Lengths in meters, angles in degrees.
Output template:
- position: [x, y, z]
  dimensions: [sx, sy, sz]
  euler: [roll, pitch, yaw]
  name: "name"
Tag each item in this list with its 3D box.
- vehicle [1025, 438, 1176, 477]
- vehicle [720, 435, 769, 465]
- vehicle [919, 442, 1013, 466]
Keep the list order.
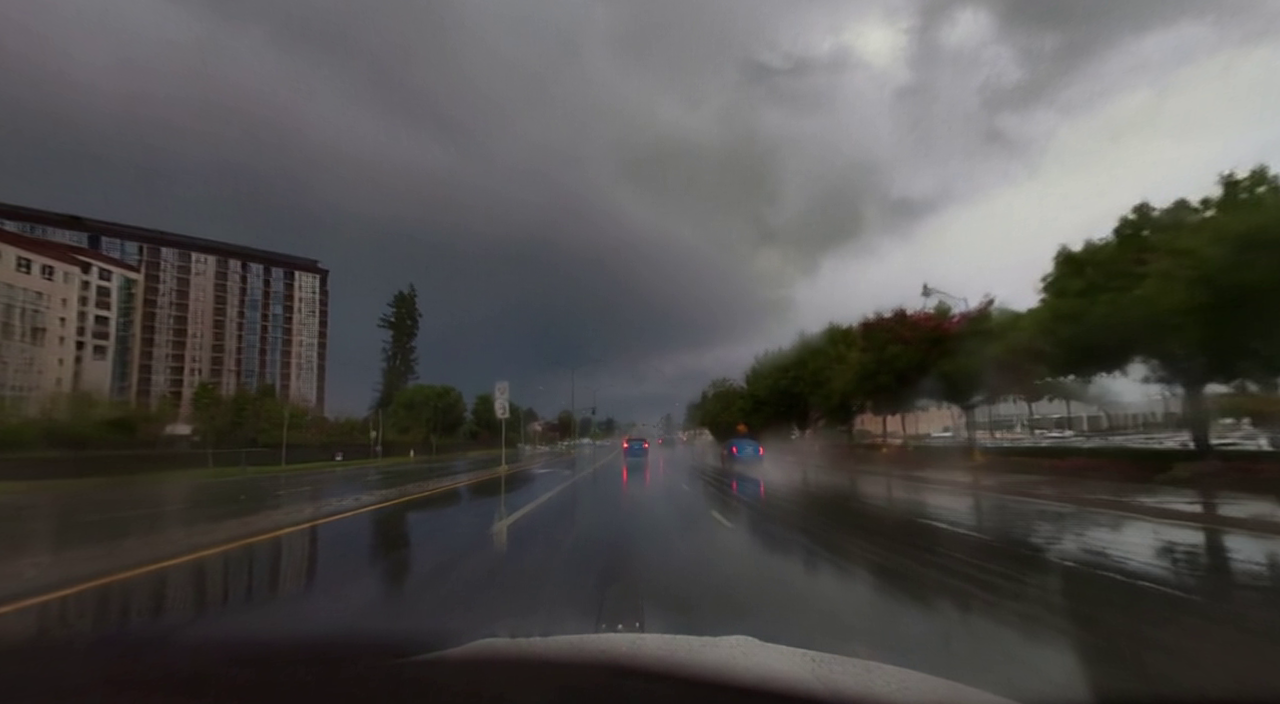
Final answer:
- position: [19.130, 4.389, 26.340]
  dimensions: [4.644, 1.552, 1.980]
  euler: [-1, -9, 4]
  name: "vehicle"
- position: [6.606, 6.249, 40.306]
  dimensions: [2.136, 1.799, 4.796]
  euler: [0, -9, -2]
  name: "vehicle"
- position: [19.813, 6.202, 38.340]
  dimensions: [4.653, 1.438, 1.939]
  euler: [0, -9, -2]
  name: "vehicle"
